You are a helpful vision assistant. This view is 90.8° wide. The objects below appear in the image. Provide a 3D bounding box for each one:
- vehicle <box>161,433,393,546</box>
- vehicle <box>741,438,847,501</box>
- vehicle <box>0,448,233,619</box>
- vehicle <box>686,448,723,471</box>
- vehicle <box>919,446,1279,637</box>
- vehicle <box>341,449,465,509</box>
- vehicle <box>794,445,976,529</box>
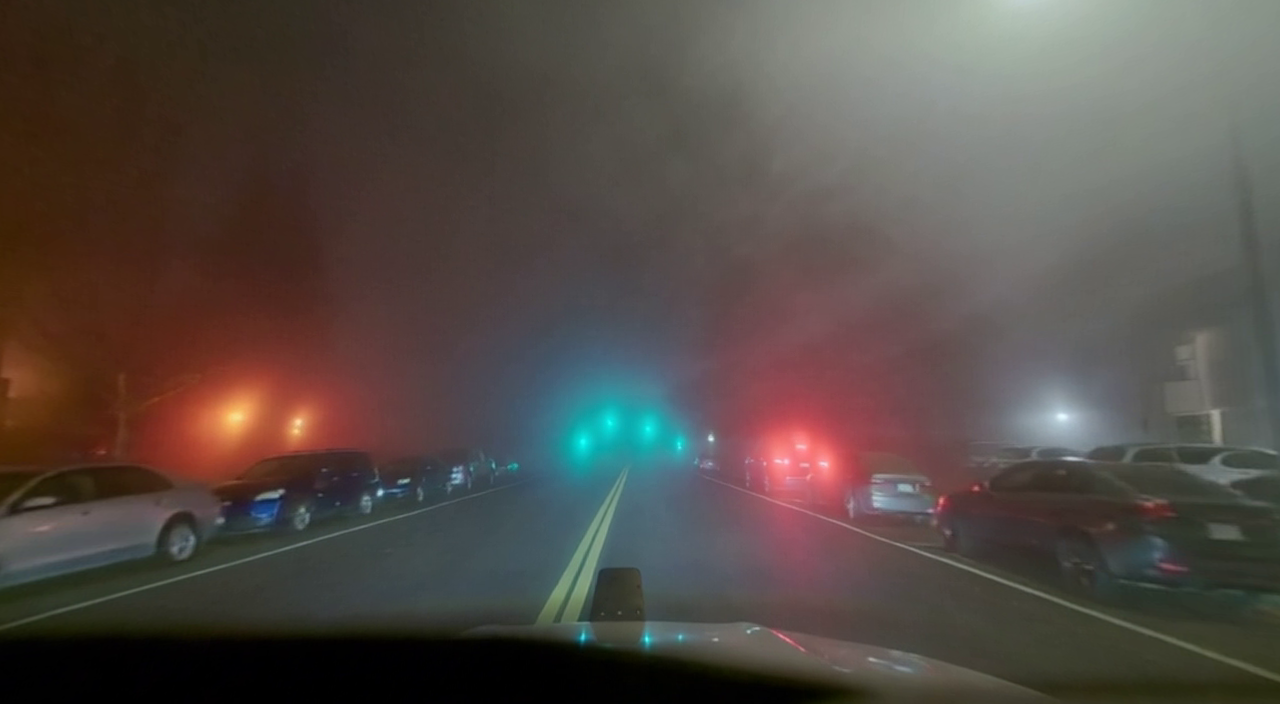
[{"bbox_3d":[-6.578,2.493,12.198,1.904,1.727,4.530,0,-9,-2],"label":"vehicle"},{"bbox_3d":[4.560,3.550,19.546,1.992,1.703,4.503,0,-9,-2],"label":"vehicle"},{"bbox_3d":[-6.576,1.749,6.511,1.809,1.499,4.358,0,-9,1],"label":"vehicle"},{"bbox_3d":[4.550,7.658,45.175,1.955,1.536,4.395,0,-9,-3],"label":"vehicle"},{"bbox_3d":[4.985,1.774,7.032,1.798,1.432,4.330,0,-9,0],"label":"vehicle"},{"bbox_3d":[-6.549,3.532,18.088,1.811,1.454,4.610,0,-9,-1],"label":"vehicle"},{"bbox_3d":[4.938,2.754,13.615,1.830,1.477,4.684,0,-9,-3],"label":"vehicle"}]
